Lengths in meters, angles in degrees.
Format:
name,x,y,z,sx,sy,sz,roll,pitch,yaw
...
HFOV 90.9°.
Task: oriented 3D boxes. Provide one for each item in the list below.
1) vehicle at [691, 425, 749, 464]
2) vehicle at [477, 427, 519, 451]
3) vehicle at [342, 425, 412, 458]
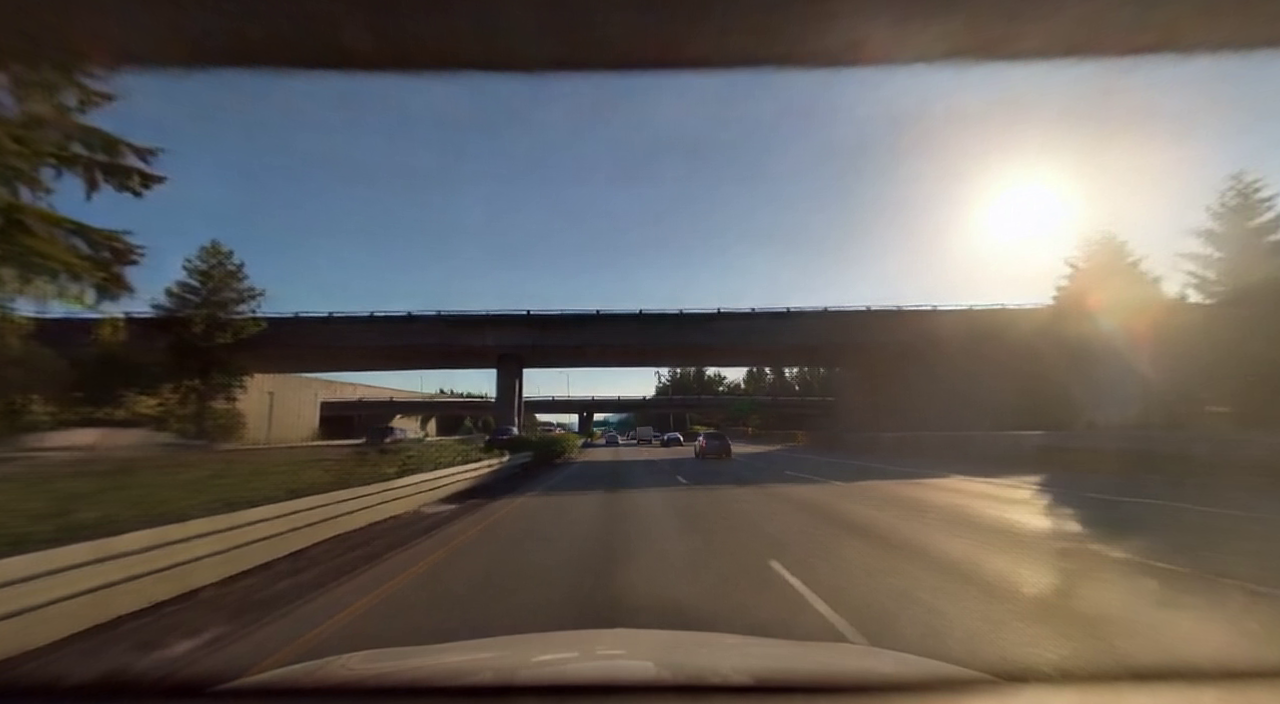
name,x,y,z,sx,sy,sz,roll,pitch,yaw
vehicle,3.506,4.127,28.330,1.938,1.578,3.764,0,-8,-3
vehicle,-9.587,5.918,42.986,1.961,1.545,4.290,0,-8,-2
vehicle,-13.732,4.685,33.214,1.926,1.616,4.230,0,-8,-1
